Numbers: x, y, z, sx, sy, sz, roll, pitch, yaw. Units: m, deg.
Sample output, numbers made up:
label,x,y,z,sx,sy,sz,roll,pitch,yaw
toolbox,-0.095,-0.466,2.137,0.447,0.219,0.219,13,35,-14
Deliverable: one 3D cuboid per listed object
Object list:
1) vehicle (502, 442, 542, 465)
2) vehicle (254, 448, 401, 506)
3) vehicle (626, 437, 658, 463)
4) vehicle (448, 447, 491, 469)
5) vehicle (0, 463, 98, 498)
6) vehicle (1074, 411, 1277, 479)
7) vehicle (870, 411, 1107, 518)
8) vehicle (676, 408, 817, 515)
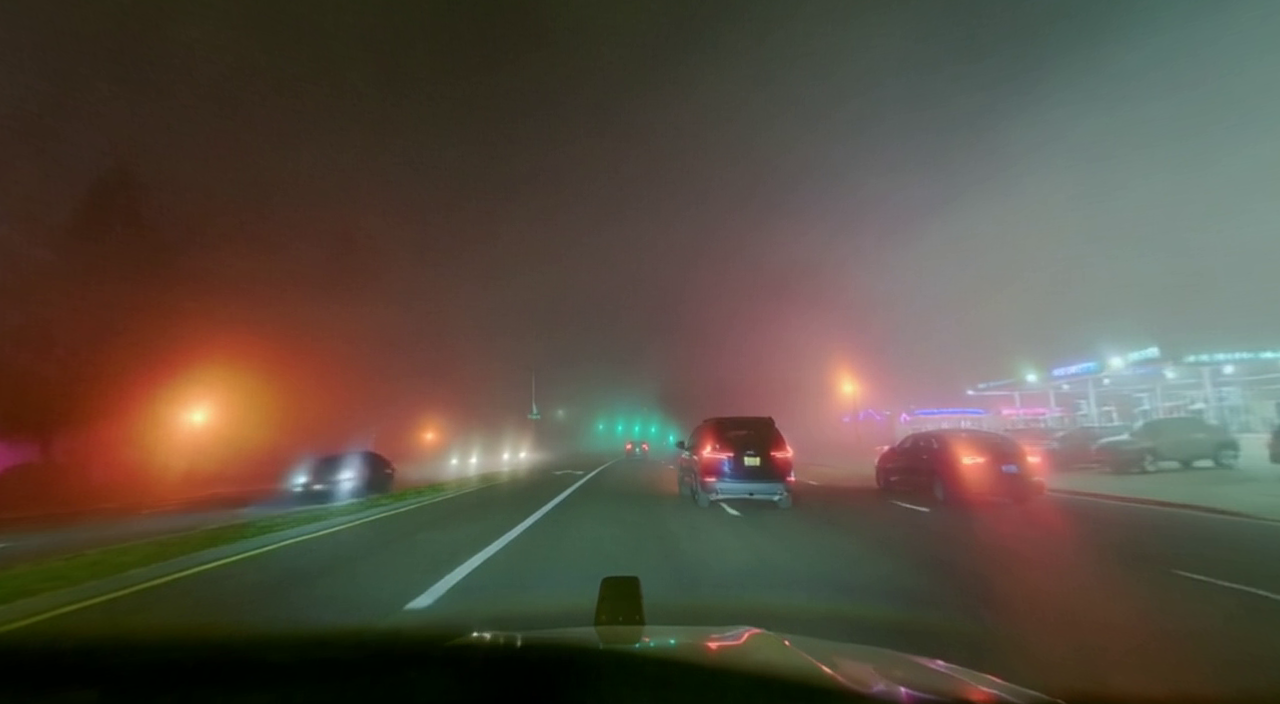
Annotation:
label,x,y,z,sx,sy,sz,roll,pitch,yaw
vehicle,-8.988,7.745,48.447,2.044,1.695,4.503,0,-8,2
vehicle,-9.085,3.630,18.930,1.978,1.470,4.711,0,-8,0
vehicle,0.111,6.837,44.255,2.101,1.707,3.904,0,-8,-1
vehicle,-12.348,7.675,46.013,1.868,1.496,4.390,0,-8,0
vehicle,-29.053,6.131,30.236,4.435,1.507,1.926,0,-8,1
vehicle,17.591,3.126,21.253,2.125,1.875,5.224,-3,-8,-1
vehicle,6.660,2.210,12.884,2.025,1.765,4.729,0,-8,-1
vehicle,2.086,2.337,13.969,2.038,1.917,4.900,0,-8,-3
